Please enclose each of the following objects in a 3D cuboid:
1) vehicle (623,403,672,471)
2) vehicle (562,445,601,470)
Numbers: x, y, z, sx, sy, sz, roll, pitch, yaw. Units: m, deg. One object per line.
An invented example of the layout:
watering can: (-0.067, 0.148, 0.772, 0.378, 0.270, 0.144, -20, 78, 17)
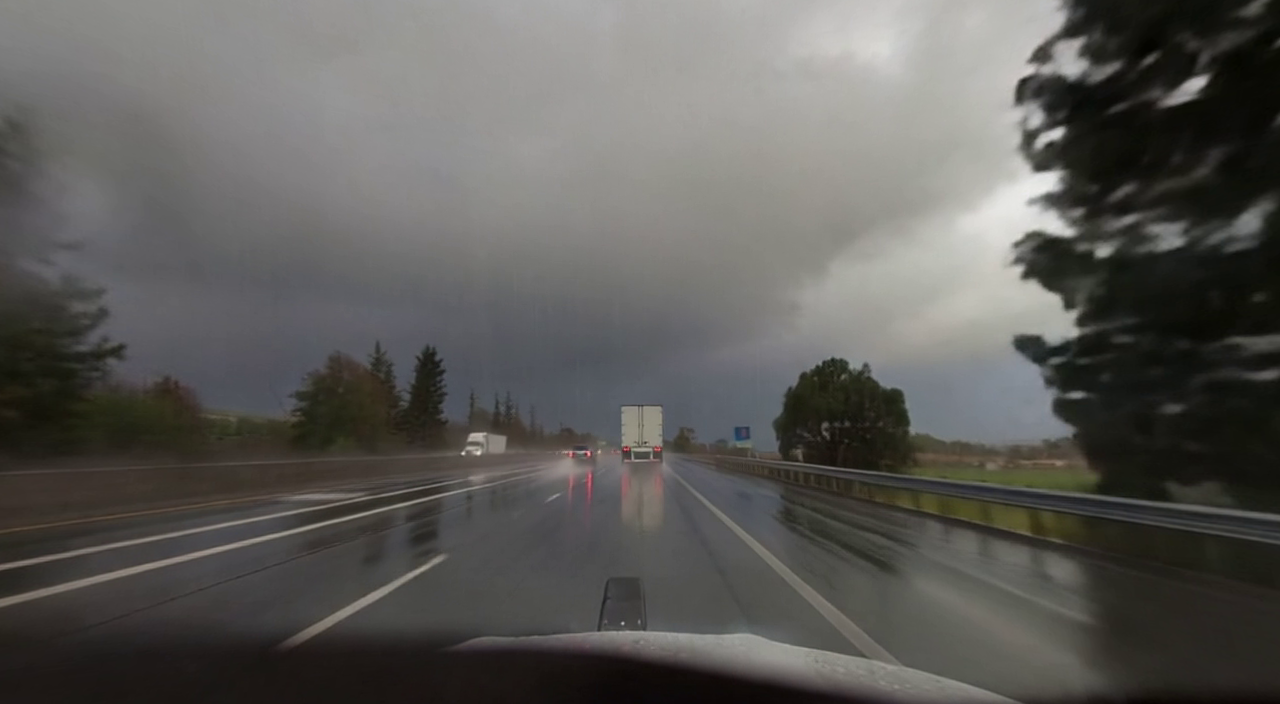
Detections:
vehicle: (0.457, 5.761, 42.109, 2.899, 3.966, 10.053, 0, -9, 0)
vehicle: (-3.767, 6.876, 41.240, 2.063, 1.583, 4.049, 0, -8, 1)
